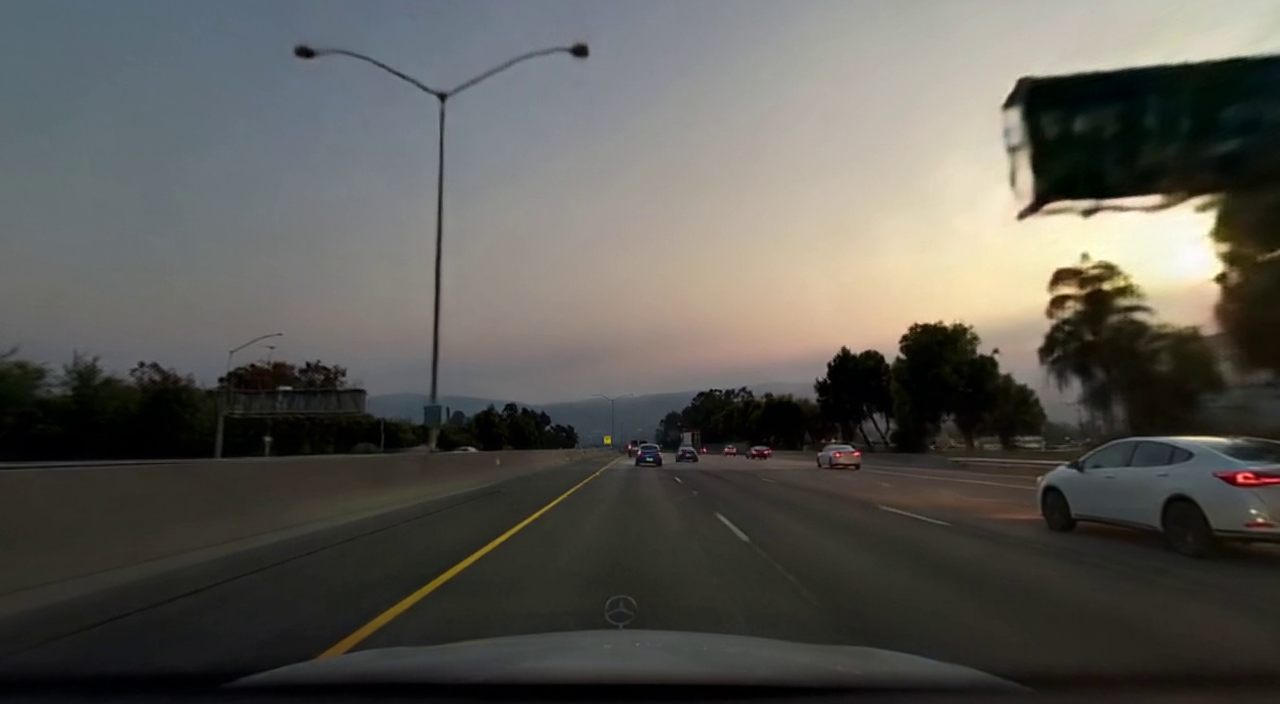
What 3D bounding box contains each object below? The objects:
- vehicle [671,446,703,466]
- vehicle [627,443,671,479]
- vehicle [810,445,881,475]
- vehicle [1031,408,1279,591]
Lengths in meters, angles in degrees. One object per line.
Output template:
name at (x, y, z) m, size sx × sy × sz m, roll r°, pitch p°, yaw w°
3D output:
vehicle at (3.495, 7.837, 47.583) m, size 1.993 × 1.427 × 4.204 m, roll 0°, pitch -9°, yaw -1°
vehicle at (0.351, 5.328, 31.225) m, size 1.864 × 1.566 × 4.446 m, roll 0°, pitch -8°, yaw -3°
vehicle at (10.937, 5.773, 34.065) m, size 2.087 × 1.442 × 4.834 m, roll 0°, pitch -9°, yaw -1°
vehicle at (6.941, 1.572, 7.181) m, size 2.027 × 1.679 × 4.543 m, roll 0°, pitch -9°, yaw 0°
